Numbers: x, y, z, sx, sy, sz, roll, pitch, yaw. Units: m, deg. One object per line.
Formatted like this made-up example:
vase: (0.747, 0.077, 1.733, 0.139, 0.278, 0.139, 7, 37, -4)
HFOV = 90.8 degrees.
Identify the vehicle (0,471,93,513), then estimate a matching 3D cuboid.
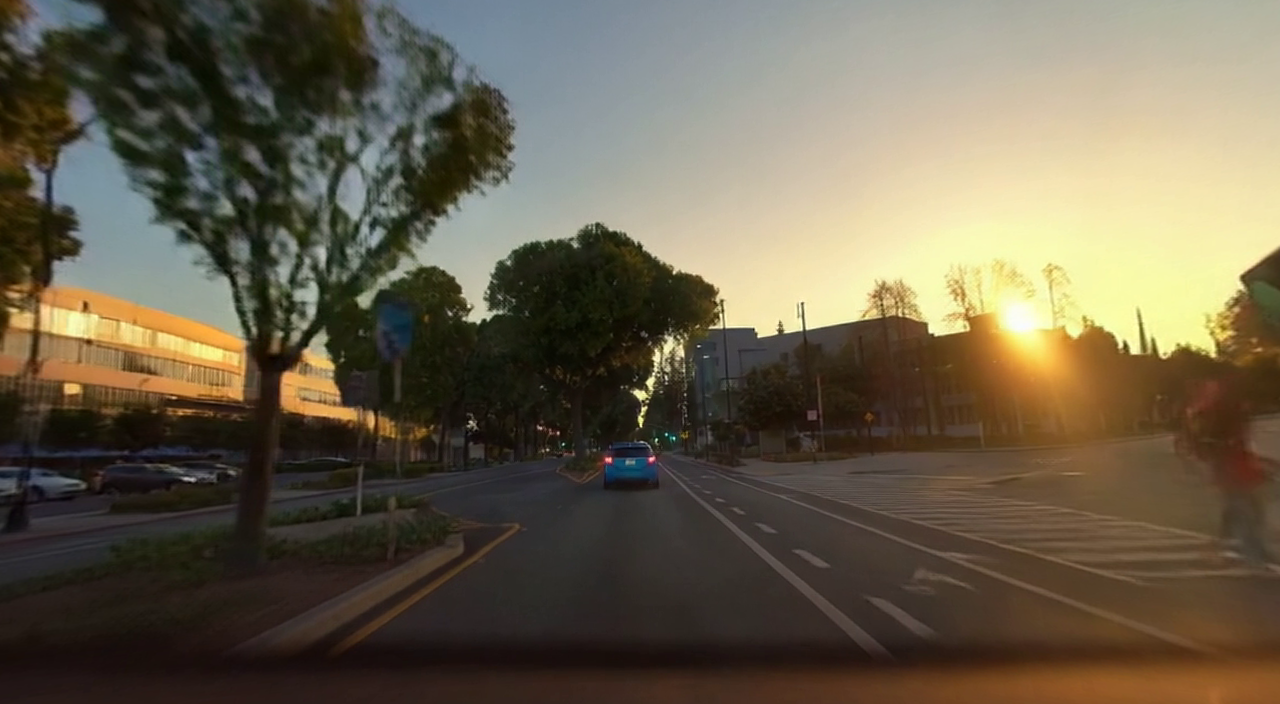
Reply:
vehicle: (-23.233, 5.178, 23.516, 3.834, 1.418, 1.953, 0, -9, -2)

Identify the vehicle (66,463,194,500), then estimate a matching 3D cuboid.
vehicle: (-22.943, 5.823, 28.559, 4.086, 1.478, 1.844, 0, -8, -4)

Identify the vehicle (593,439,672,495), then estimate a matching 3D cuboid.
vehicle: (-0.221, 3.566, 20.027, 2.221, 1.570, 4.398, 0, -8, 0)
